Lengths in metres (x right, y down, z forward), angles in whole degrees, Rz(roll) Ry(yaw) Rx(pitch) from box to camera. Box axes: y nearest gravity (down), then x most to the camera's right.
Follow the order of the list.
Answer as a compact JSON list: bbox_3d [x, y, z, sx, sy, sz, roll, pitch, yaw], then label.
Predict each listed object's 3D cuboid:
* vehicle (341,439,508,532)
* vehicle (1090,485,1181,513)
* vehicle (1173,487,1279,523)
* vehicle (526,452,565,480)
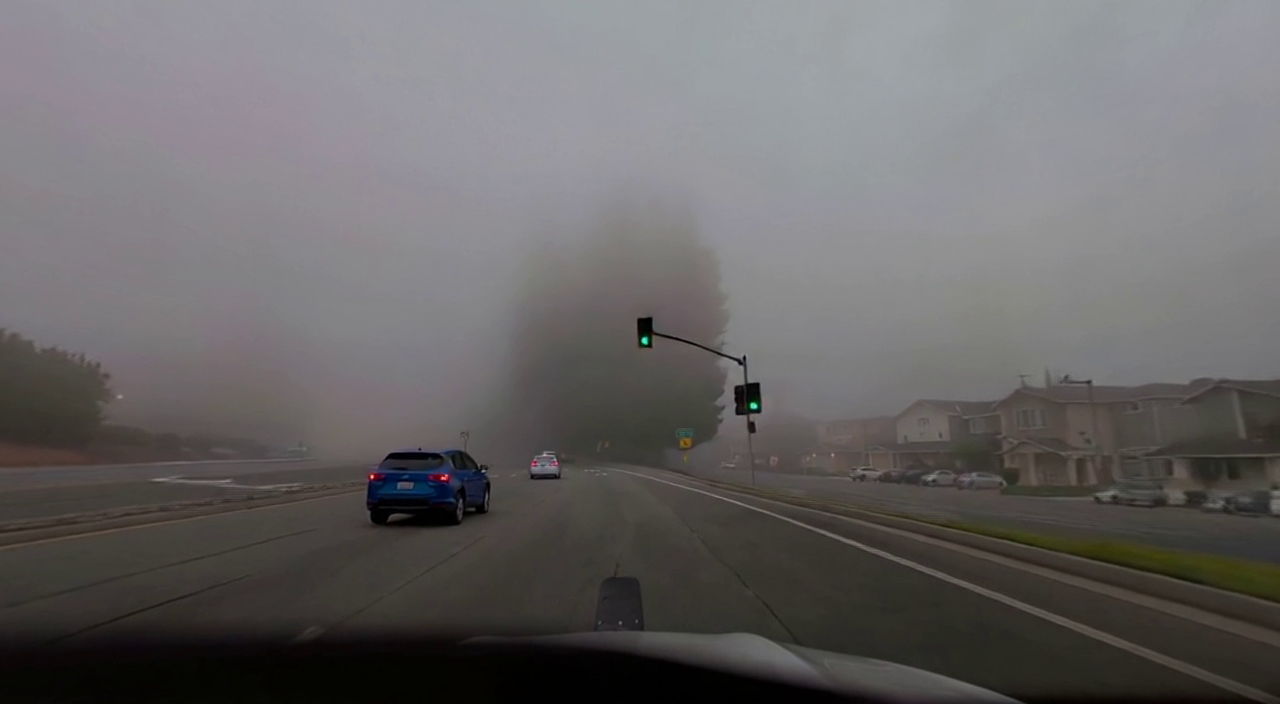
[{"bbox_3d":[-4.298,2.714,13.559,2.098,1.613,4.606,0,-9,-2],"label":"vehicle"},{"bbox_3d":[34.364,10.174,43.970,1.815,1.463,4.876,3,-9,-11],"label":"vehicle"},{"bbox_3d":[35.179,9.112,37.904,1.791,1.703,4.779,2,-9,-7],"label":"vehicle"},{"bbox_3d":[-5.339,6.446,36.019,1.904,1.476,3.736,1,-9,-4],"label":"vehicle"}]
